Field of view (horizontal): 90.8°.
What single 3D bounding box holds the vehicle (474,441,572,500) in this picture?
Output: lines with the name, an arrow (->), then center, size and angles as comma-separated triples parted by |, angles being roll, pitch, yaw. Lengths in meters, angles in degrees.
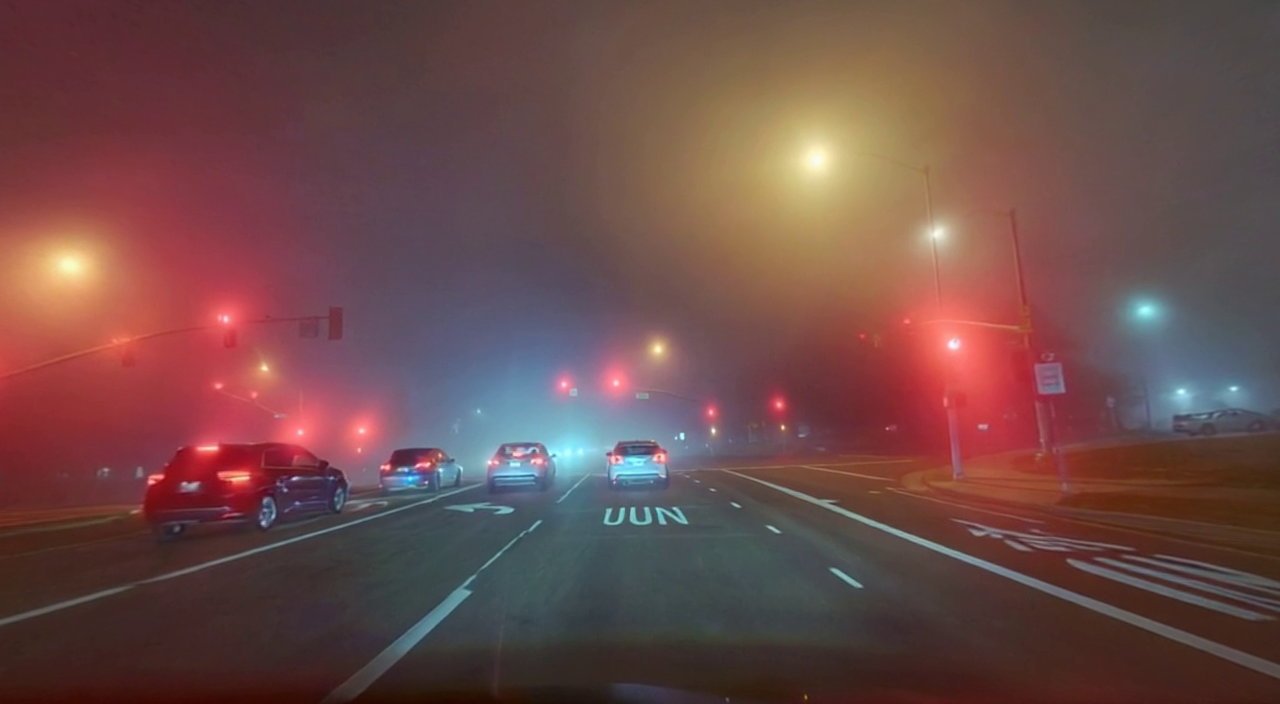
vehicle -> -3.153, 3.267, 17.900 | 1.946, 1.437, 4.154 | 0, -8, 1

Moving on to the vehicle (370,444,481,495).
vehicle -> -6.761, 3.733, 20.476 | 2.074, 1.447, 4.224 | 0, -8, 1

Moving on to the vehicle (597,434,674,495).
vehicle -> -0.128, 3.180, 18.231 | 1.985, 1.521, 3.968 | 0, -8, 0

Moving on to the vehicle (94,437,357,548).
vehicle -> -6.876, 2.325, 11.160 | 1.869, 1.570, 4.064 | 0, -8, 0
